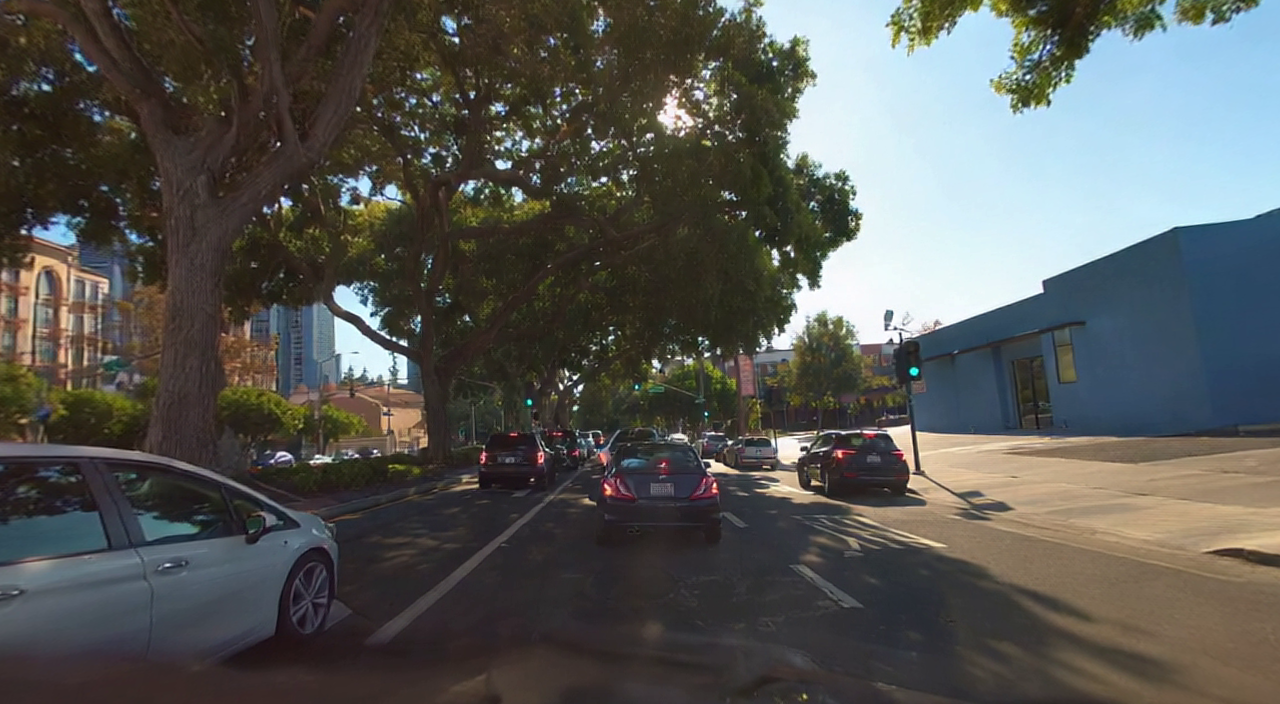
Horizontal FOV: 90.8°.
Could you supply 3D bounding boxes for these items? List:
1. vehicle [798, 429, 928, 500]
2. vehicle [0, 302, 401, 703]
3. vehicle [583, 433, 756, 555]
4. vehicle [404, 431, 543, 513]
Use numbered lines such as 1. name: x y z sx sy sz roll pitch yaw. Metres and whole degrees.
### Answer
1. vehicle: 6.345 3.252 18.687 2.025 1.808 4.579 0 -9 -2
2. vehicle: -3.269 0.931 3.392 2.152 1.802 4.628 0 -9 0
3. vehicle: 0.272 2.005 9.623 2.095 1.438 3.843 0 -9 -3
4. vehicle: -3.508 2.622 14.269 1.901 1.522 4.556 0 -9 0
